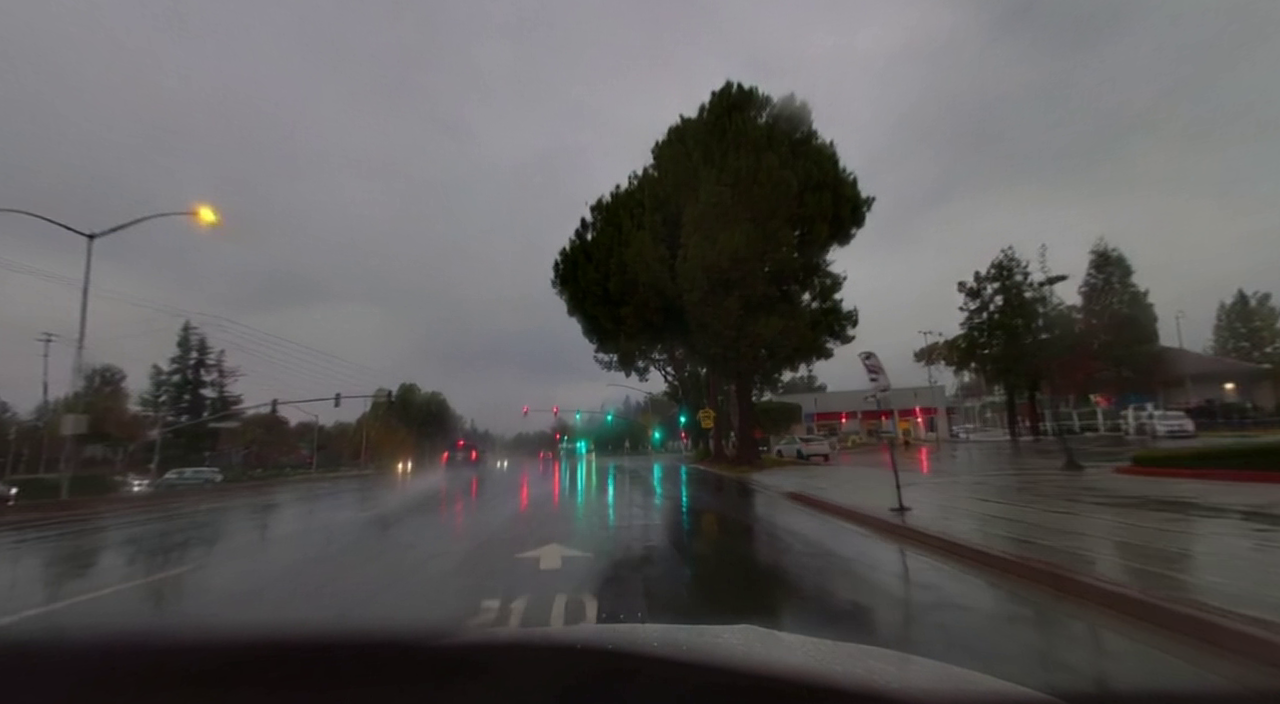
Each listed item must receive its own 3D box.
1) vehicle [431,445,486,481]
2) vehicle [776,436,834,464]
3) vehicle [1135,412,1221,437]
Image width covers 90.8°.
[{"bbox_3d":[-9.649,5.904,33.981,1.985,1.772,4.479,0,-9,-5],"label":"vehicle"},{"bbox_3d":[9.779,5.825,37.870,2.076,1.505,4.770,-1,-8,-2],"label":"vehicle"},{"bbox_3d":[36.195,4.953,42.638,1.742,1.432,4.338,-1,-9,-4],"label":"vehicle"}]
